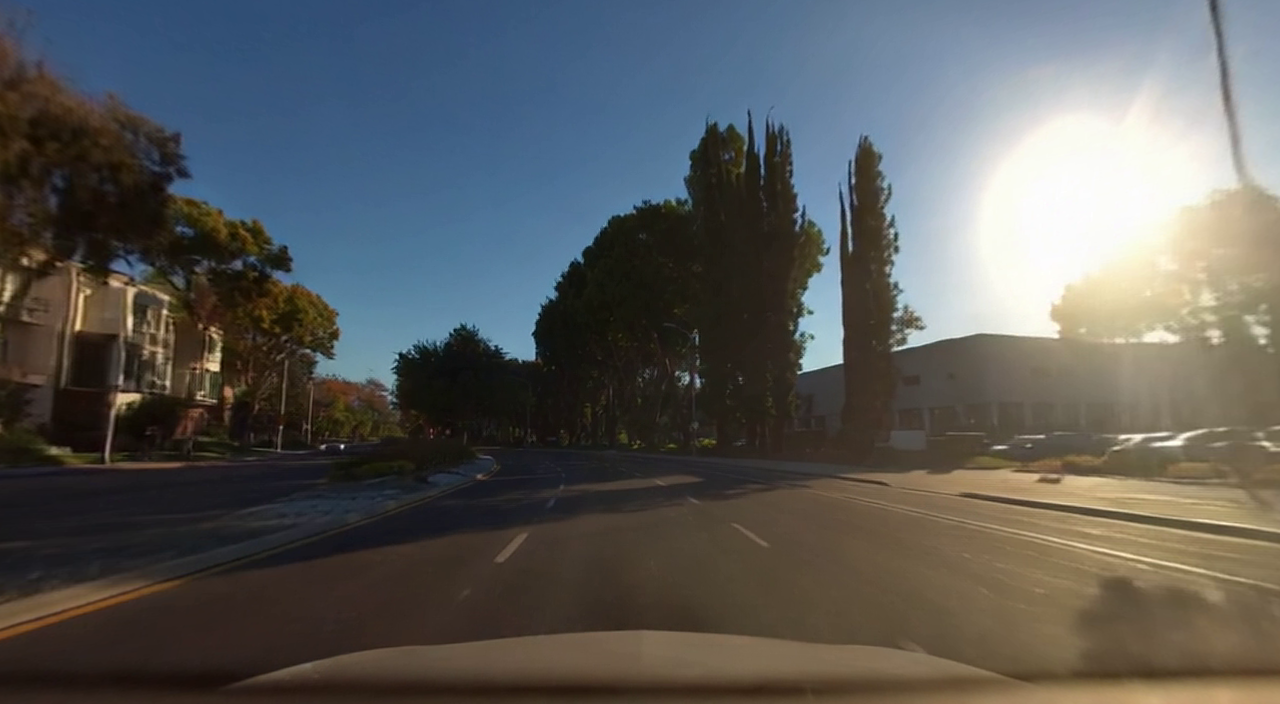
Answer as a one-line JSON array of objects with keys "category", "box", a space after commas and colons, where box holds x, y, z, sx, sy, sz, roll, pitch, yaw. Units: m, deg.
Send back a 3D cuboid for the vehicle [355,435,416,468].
[{"category": "vehicle", "box": [-14.914, 5.848, 37.260, 2.349, 1.790, 4.940, 1, -9, -11]}]
